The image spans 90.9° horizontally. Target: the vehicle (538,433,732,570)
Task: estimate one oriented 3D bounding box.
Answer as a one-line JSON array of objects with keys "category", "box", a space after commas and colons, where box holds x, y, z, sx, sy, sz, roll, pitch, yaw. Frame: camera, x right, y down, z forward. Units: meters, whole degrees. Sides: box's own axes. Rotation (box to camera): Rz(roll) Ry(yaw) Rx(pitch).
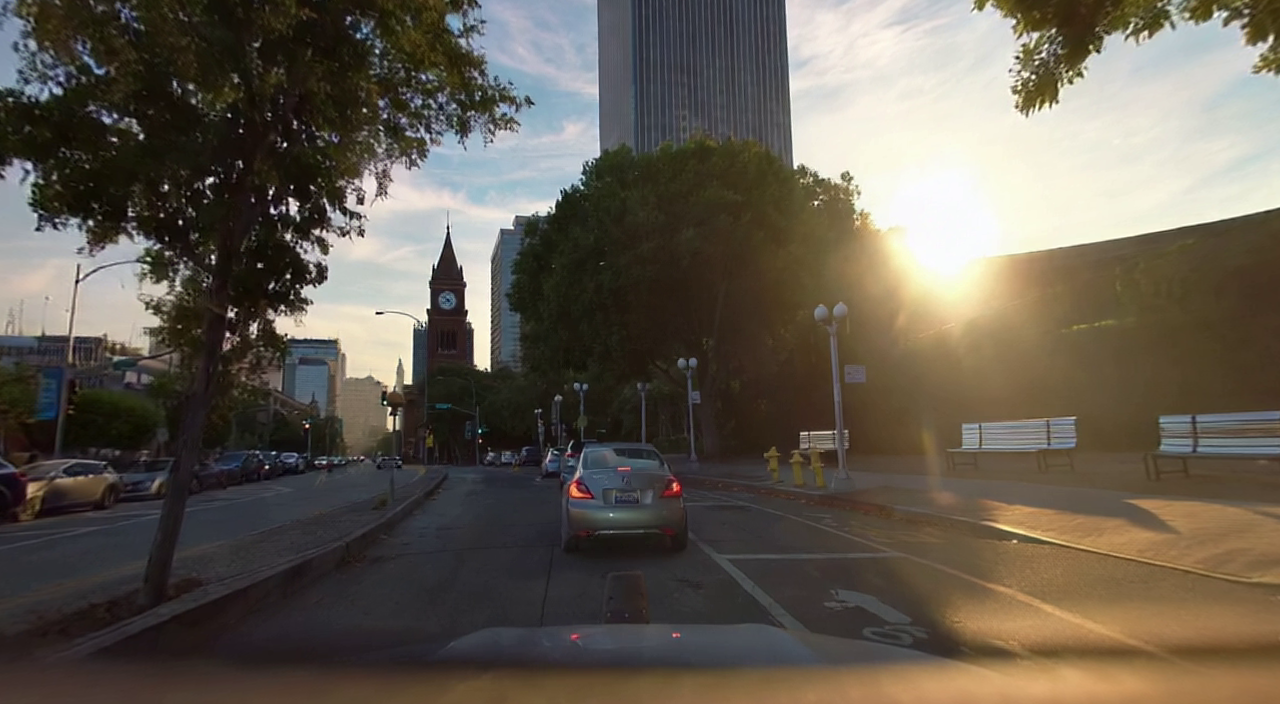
[{"category": "vehicle", "box": [-0.240, 1.939, 9.012, 2.142, 1.475, 4.051, 1, -8, -6]}]
